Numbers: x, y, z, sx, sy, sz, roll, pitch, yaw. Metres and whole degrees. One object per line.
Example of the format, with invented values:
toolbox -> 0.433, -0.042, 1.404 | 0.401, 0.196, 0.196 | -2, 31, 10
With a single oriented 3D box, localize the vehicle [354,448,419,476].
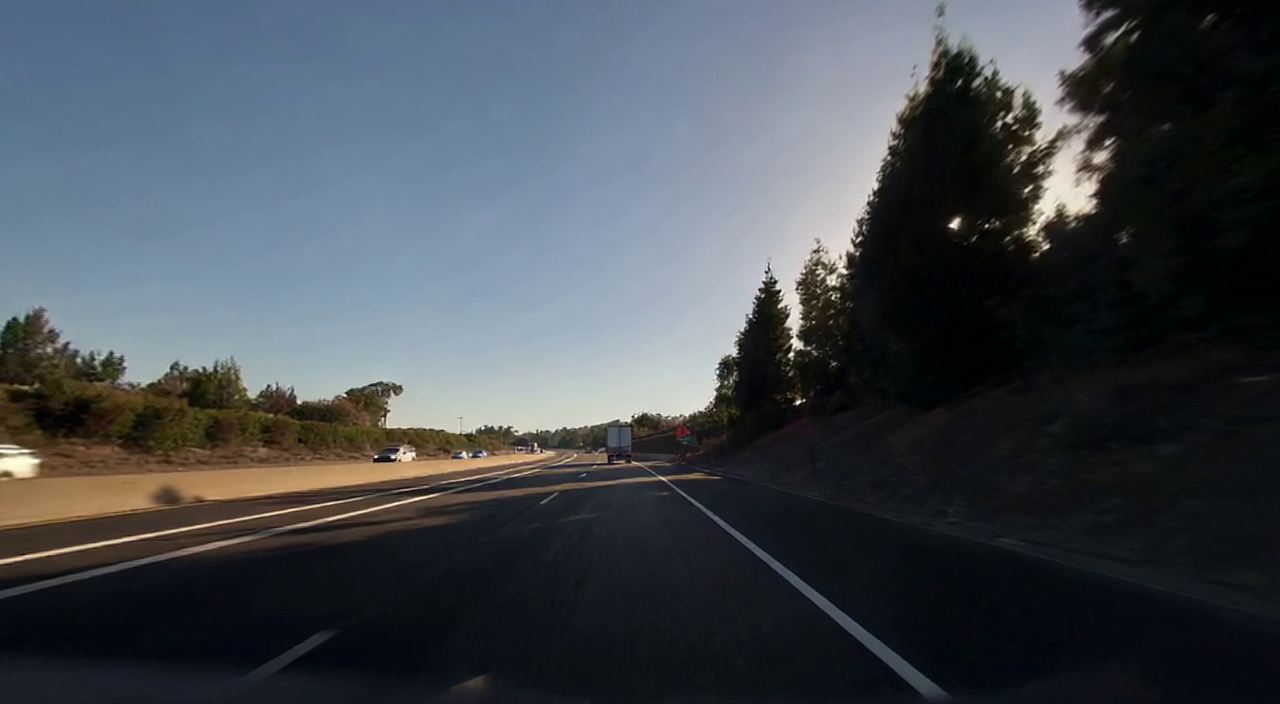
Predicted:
vehicle -> -14.825, 6.440, 36.976 | 1.869, 1.513, 4.740 | 0, -9, 0

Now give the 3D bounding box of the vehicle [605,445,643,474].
vehicle -> -0.973, 6.641, 38.894 | 2.230, 1.715, 4.243 | 0, -9, -1
